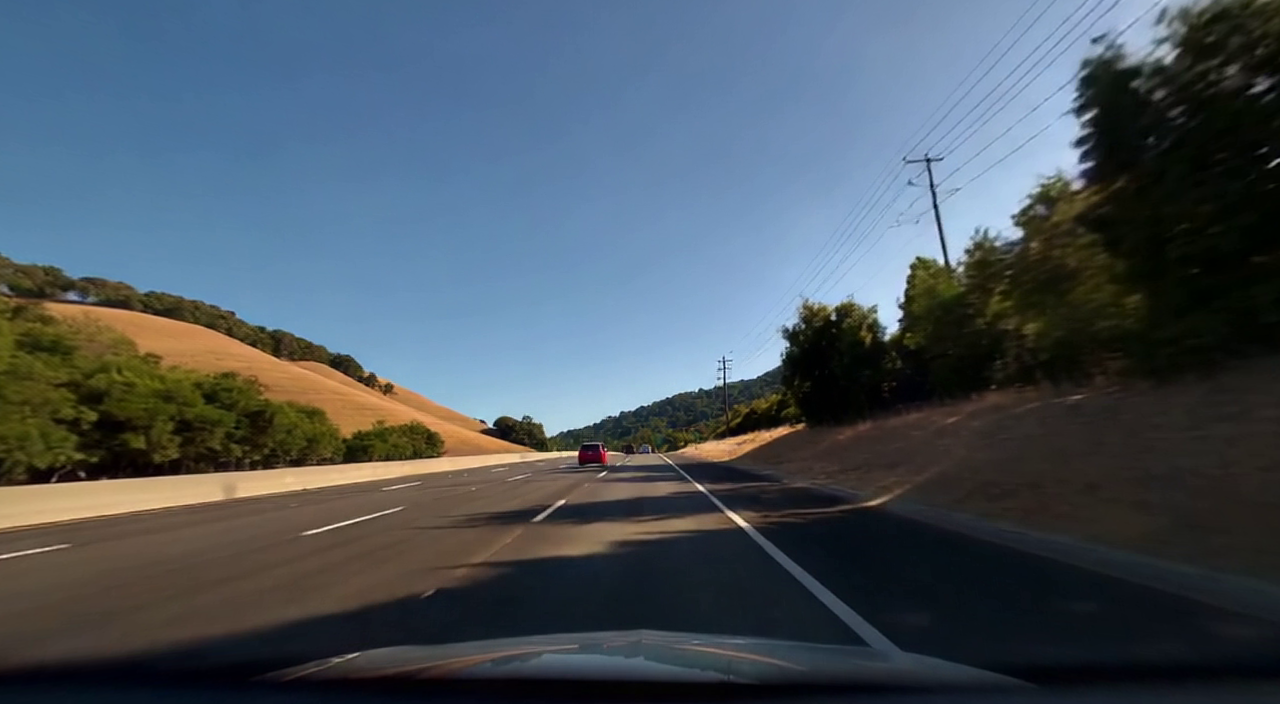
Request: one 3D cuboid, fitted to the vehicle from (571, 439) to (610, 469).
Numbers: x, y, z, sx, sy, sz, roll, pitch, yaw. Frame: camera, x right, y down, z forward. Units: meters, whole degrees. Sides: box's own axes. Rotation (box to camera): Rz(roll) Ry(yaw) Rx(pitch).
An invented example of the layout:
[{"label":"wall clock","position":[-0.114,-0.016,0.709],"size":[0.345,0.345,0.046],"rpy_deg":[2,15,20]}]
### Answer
[{"label":"vehicle","position":[-3.197,6.687,41.603],"size":[2.136,1.845,4.515],"rpy_deg":[-1,-8,1]}]
